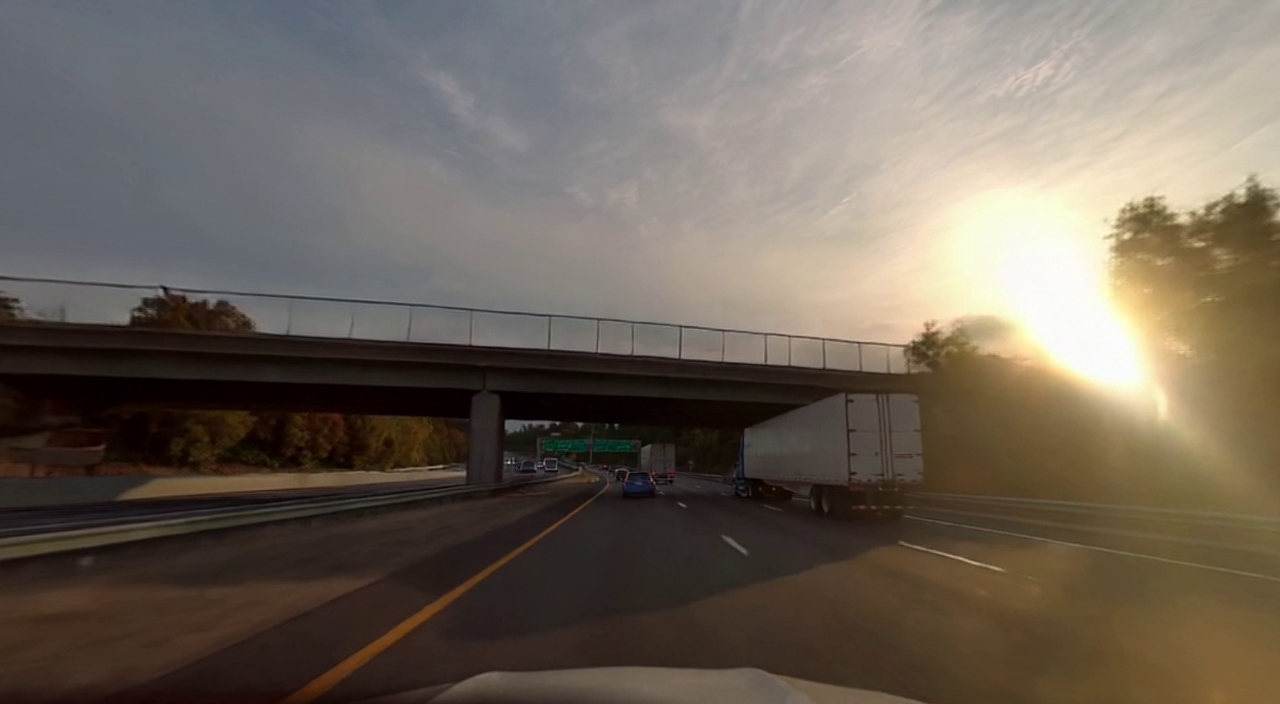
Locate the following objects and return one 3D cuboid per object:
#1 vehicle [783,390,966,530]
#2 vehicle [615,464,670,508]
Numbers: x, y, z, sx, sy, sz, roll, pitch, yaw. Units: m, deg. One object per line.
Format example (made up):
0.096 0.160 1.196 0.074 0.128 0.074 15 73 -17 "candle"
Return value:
7.156 3.601 20.864 2.839 3.684 8.091 1 -11 0 "vehicle"
0.086 5.324 25.257 2.067 1.552 3.601 1 -11 0 "vehicle"
